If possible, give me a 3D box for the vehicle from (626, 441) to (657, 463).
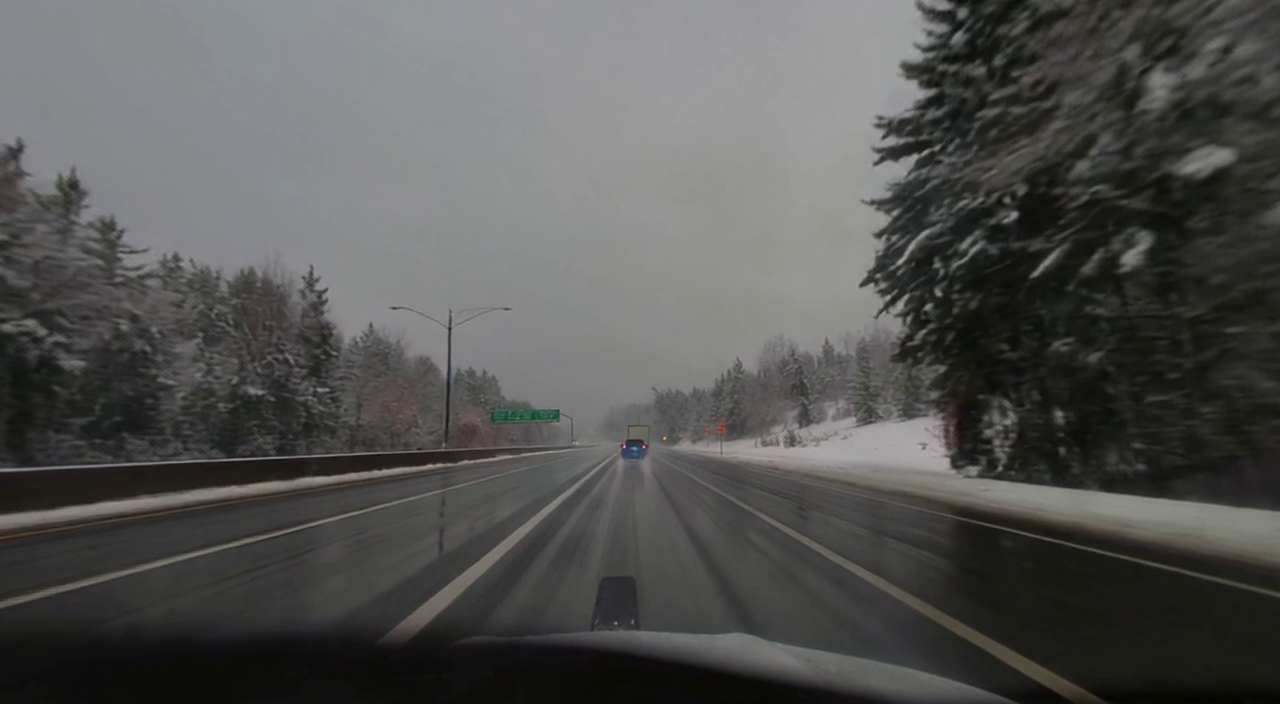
[{"bbox_3d":[0.075,6.904,43.777,2.028,1.440,3.690,0,-8,-1],"label":"vehicle"}]
